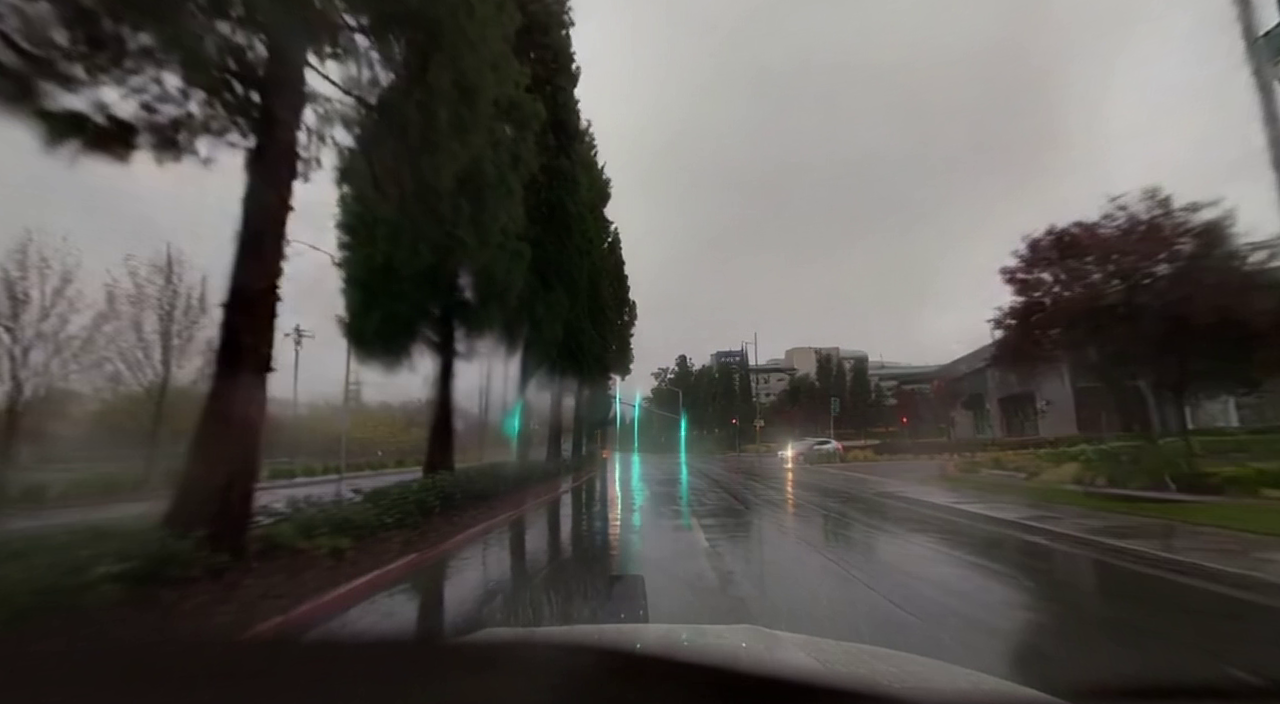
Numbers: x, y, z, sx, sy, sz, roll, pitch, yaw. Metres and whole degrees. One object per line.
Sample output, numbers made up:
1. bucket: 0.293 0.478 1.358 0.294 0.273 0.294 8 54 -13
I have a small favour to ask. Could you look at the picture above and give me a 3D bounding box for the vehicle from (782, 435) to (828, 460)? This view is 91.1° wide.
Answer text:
1. vehicle: 12.483 7.273 47.791 2.185 1.792 4.942 0 -8 0
